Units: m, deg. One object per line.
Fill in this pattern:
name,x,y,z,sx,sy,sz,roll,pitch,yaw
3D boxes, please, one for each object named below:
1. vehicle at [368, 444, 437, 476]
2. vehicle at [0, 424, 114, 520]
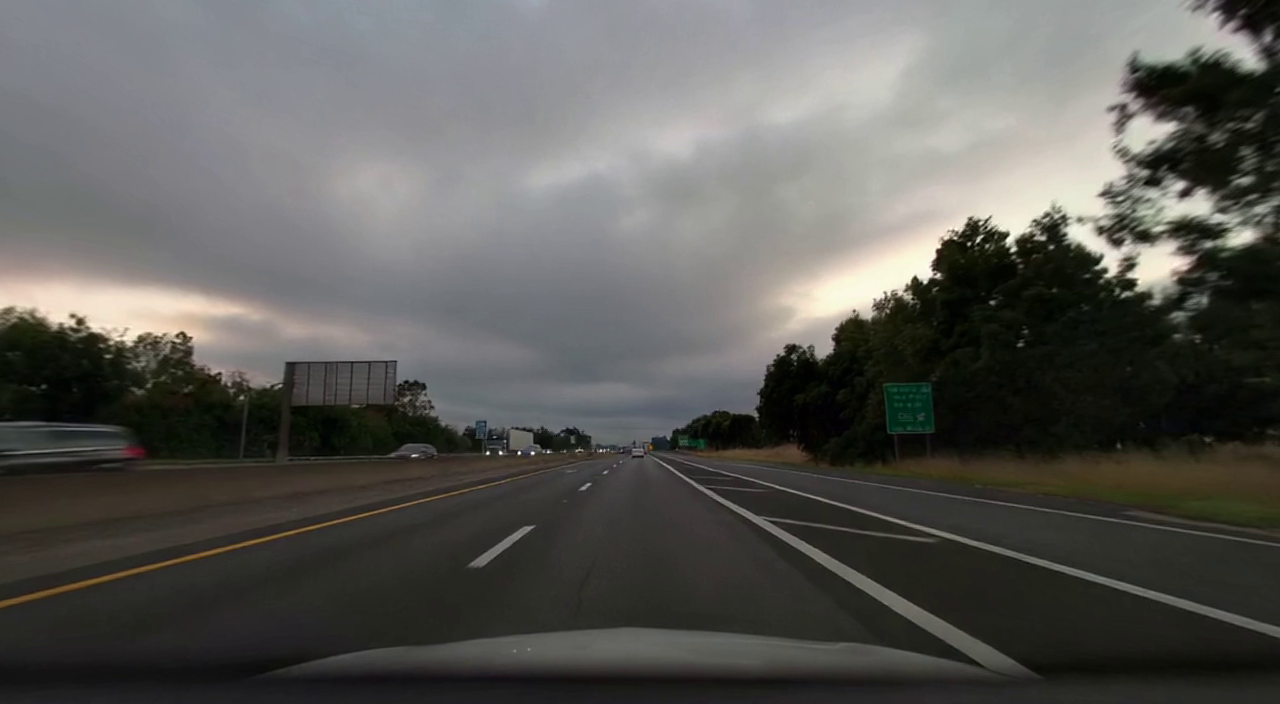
vehicle,-12.514,5.708,33.531,1.972,1.588,4.519,0,-9,0
vehicle,-12.335,2.141,11.283,2.085,1.675,4.297,0,-9,0
